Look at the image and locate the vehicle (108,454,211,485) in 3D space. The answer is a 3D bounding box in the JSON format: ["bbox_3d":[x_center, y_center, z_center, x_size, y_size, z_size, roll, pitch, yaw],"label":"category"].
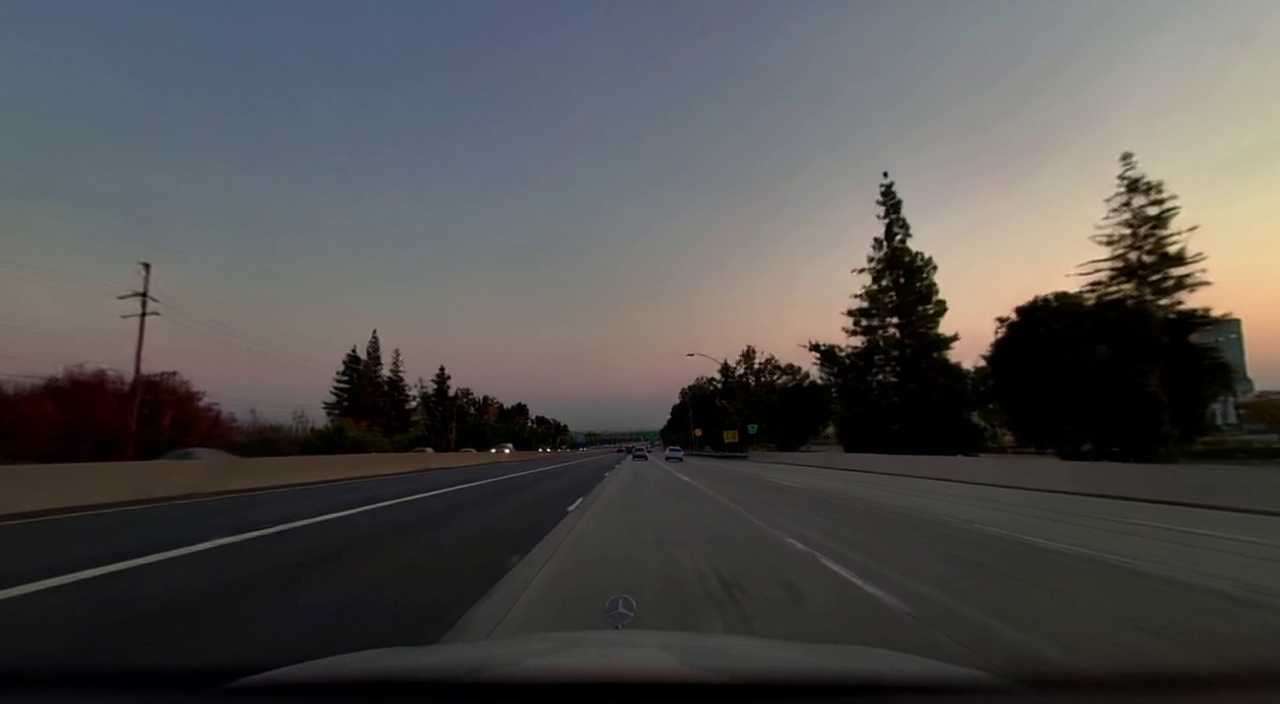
[{"bbox_3d":[-24.464,5.965,32.406,1.821,1.405,4.438,0,-9,0],"label":"vehicle"}]

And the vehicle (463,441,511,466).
[{"bbox_3d":[-9.932,6.608,41.467,1.915,1.524,4.623,0,-8,1],"label":"vehicle"}]

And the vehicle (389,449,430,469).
[{"bbox_3d":[-17.748,8.240,48.750,1.719,1.443,3.463,0,-8,2],"label":"vehicle"}]
